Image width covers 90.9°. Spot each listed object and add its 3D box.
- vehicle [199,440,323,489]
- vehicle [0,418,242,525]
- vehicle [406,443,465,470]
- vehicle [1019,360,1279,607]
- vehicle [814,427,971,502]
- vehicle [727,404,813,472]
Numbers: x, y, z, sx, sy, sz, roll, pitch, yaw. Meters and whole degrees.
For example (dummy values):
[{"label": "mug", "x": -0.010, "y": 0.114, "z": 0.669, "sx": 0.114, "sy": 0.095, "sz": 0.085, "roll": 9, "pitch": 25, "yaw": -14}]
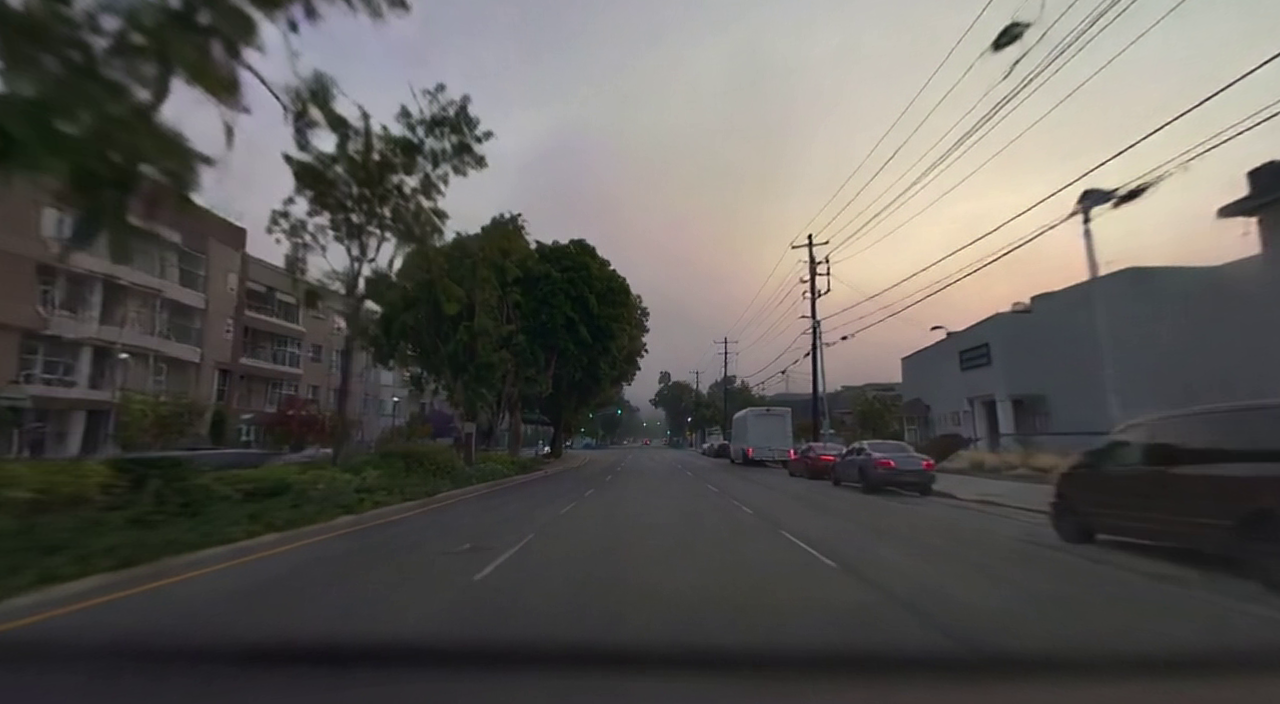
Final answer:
[{"label": "vehicle", "x": -15.253, "y": 4.495, "z": 25.744, "sx": 1.932, "sy": 1.784, "sz": 4.751, "roll": -1, "pitch": -8, "yaw": 3}, {"label": "vehicle", "x": -12.042, "y": 2.615, "z": 14.370, "sx": 2.418, "sy": 1.978, "sz": 5.196, "roll": 0, "pitch": -9, "yaw": 1}, {"label": "vehicle", "x": -11.769, "y": 6.032, "z": 36.573, "sx": 1.853, "sy": 1.498, "sz": 4.465, "roll": 0, "pitch": -9, "yaw": 0}, {"label": "vehicle", "x": 6.780, "y": 1.221, "z": 6.032, "sx": 2.563, "sy": 2.090, "sz": 6.077, "roll": 0, "pitch": -9, "yaw": 1}, {"label": "vehicle", "x": 7.022, "y": 3.205, "z": 18.395, "sx": 2.258, "sy": 1.845, "sz": 5.381, "roll": 0, "pitch": -9, "yaw": -1}, {"label": "vehicle", "x": 7.034, "y": 4.972, "z": 35.701, "sx": 2.761, "sy": 3.342, "sz": 8.958, "roll": 0, "pitch": -9, "yaw": -1}]
